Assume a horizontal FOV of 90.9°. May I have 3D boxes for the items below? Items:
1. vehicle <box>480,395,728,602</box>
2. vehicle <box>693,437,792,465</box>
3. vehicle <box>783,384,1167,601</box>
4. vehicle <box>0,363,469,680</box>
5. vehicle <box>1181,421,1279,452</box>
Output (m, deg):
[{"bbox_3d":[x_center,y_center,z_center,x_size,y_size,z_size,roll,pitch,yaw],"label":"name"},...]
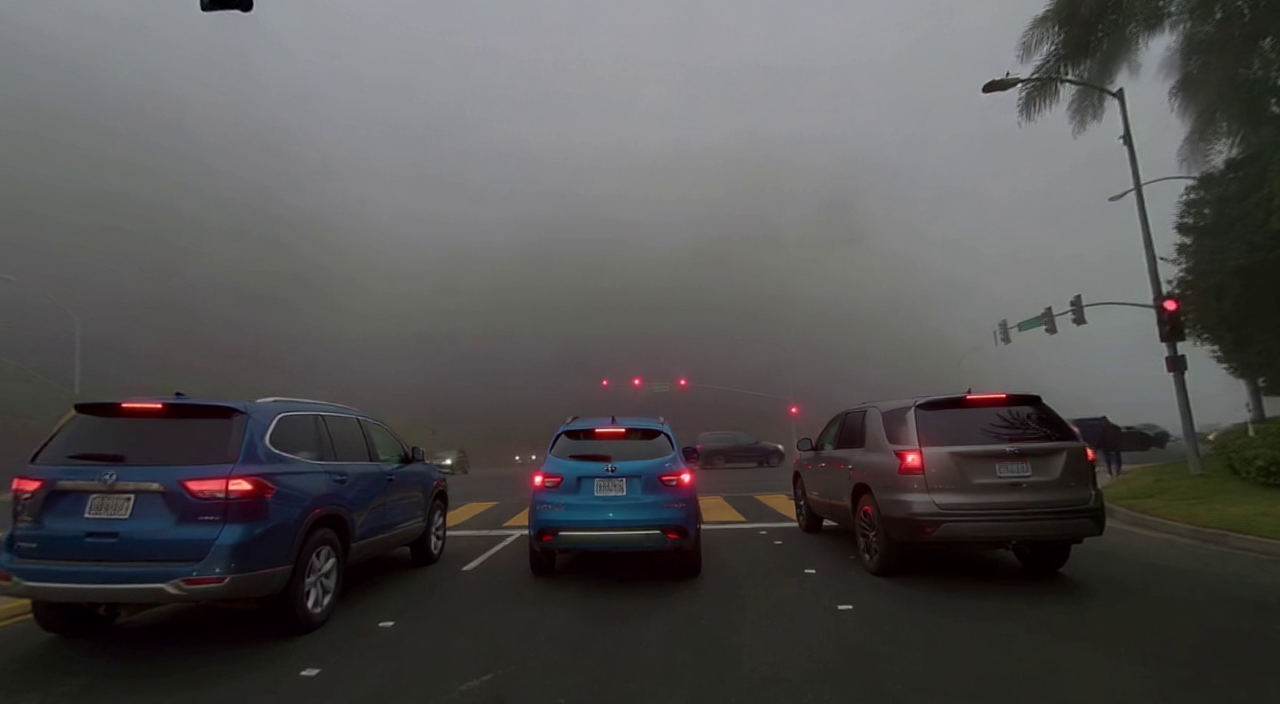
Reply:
[{"bbox_3d":[-0.239,1.513,7.320,2.067,1.702,3.987,0,-8,2],"label":"vehicle"},{"bbox_3d":[5.652,5.475,34.853,5.018,1.435,1.920,-5,-10,31],"label":"vehicle"},{"bbox_3d":[3.274,1.485,7.517,2.083,1.779,4.532,0,-8,0],"label":"vehicle"},{"bbox_3d":[-3.271,1.286,5.891,2.047,1.810,4.414,0,-8,1],"label":"vehicle"},{"bbox_3d":[32.783,4.656,34.767,4.175,1.634,1.877,1,-8,-4],"label":"vehicle"}]
